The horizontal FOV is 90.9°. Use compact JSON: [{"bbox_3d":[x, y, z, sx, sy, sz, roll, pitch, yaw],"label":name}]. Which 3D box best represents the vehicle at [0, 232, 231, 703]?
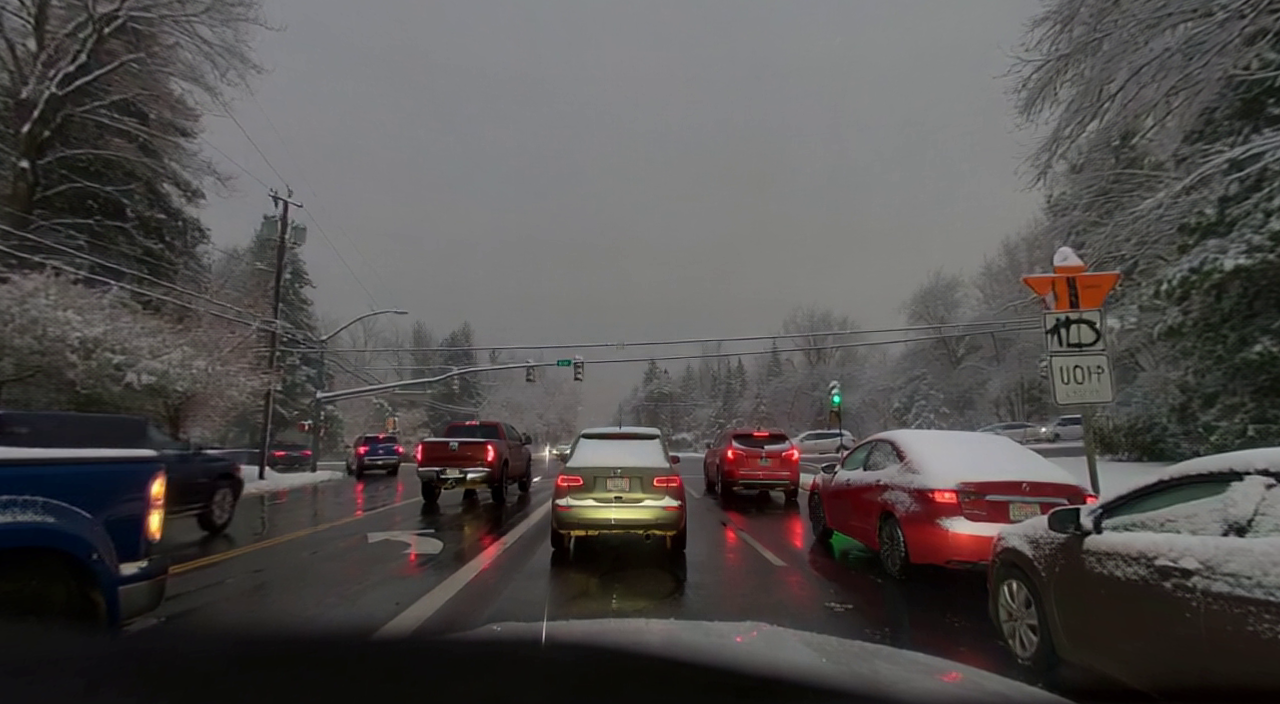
[{"bbox_3d":[-3.474,0.354,0.300,2.656,2.021,5.800,0,-8,0],"label":"vehicle"}]

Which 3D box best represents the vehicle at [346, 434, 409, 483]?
[{"bbox_3d":[-10.765,4.298,25.799,2.088,1.787,4.728,3,-9,-23],"label":"vehicle"}]

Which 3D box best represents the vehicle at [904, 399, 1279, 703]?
[{"bbox_3d":[3.015,0.964,2.512,1.874,1.477,4.698,0,-8,0],"label":"vehicle"}]

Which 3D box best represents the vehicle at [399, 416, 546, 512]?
[{"bbox_3d":[-3.633,2.525,14.660,2.089,1.857,4.488,0,-8,1],"label":"vehicle"}]

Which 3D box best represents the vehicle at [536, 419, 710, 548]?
[{"bbox_3d":[-0.225,1.936,9.877,2.194,1.607,3.690,0,-8,0],"label":"vehicle"}]

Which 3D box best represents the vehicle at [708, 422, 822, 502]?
[{"bbox_3d":[3.144,2.888,16.964,2.102,1.841,4.587,0,-8,0],"label":"vehicle"}]

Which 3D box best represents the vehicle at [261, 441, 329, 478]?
[{"bbox_3d":[-18.702,5.748,34.051,2.256,1.799,4.831,6,-11,-38],"label":"vehicle"}]
